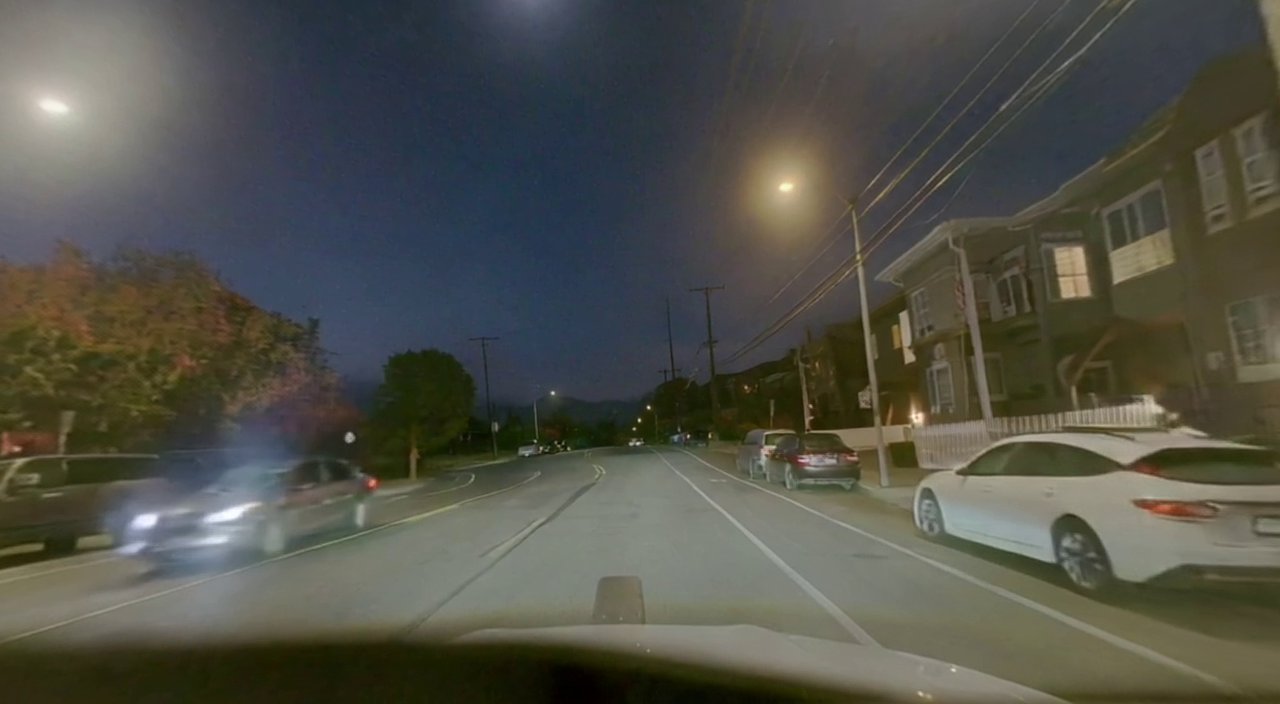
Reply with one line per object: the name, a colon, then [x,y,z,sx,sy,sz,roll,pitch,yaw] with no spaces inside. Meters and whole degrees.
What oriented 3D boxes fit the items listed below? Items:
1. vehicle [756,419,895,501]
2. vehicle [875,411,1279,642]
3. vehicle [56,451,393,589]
vehicle: [4.542,2.739,16.377,1.980,1.773,4.853,0,-8,-2]
vehicle: [4.525,1.536,6.809,2.001,1.532,5.029,0,-8,-1]
vehicle: [-5.634,2.277,9.482,1.948,1.502,4.434,-1,-8,1]
